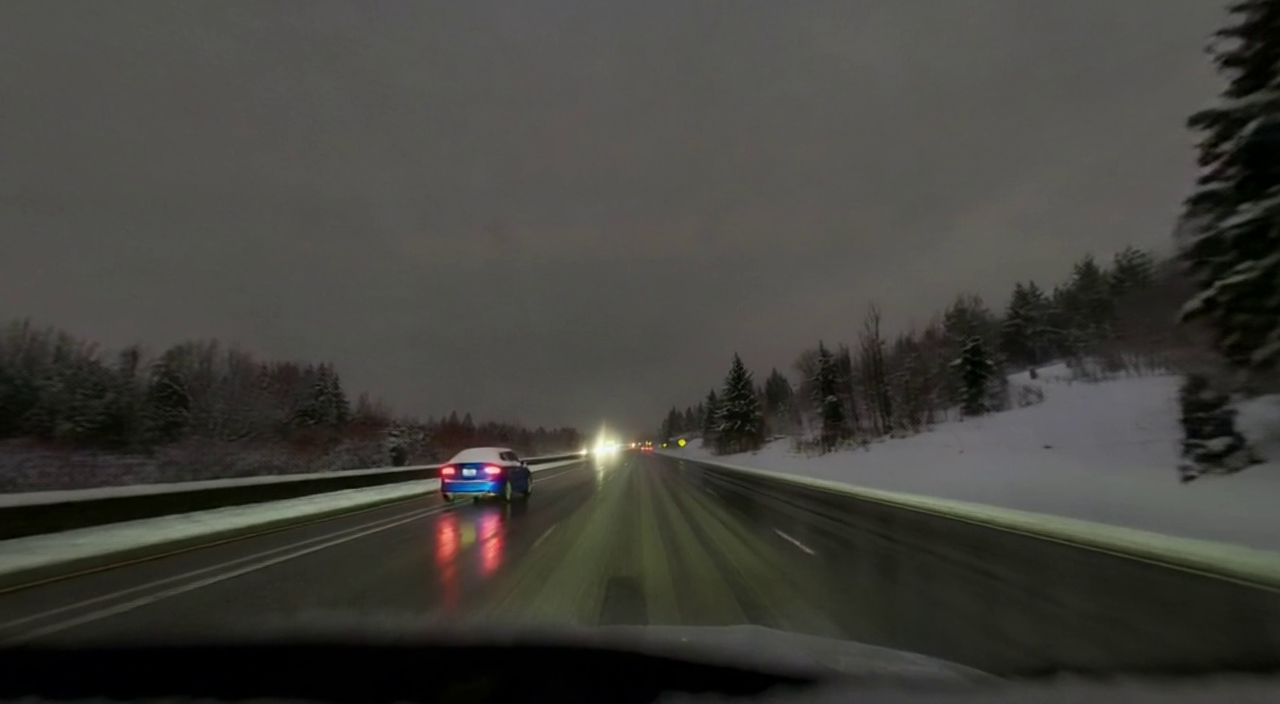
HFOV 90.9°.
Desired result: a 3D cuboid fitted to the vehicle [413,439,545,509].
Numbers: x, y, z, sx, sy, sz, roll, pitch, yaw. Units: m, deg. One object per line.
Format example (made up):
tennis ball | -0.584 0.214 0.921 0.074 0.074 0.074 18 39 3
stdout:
vehicle | -3.968 3.103 16.461 2.160 1.552 4.592 0 -9 1
